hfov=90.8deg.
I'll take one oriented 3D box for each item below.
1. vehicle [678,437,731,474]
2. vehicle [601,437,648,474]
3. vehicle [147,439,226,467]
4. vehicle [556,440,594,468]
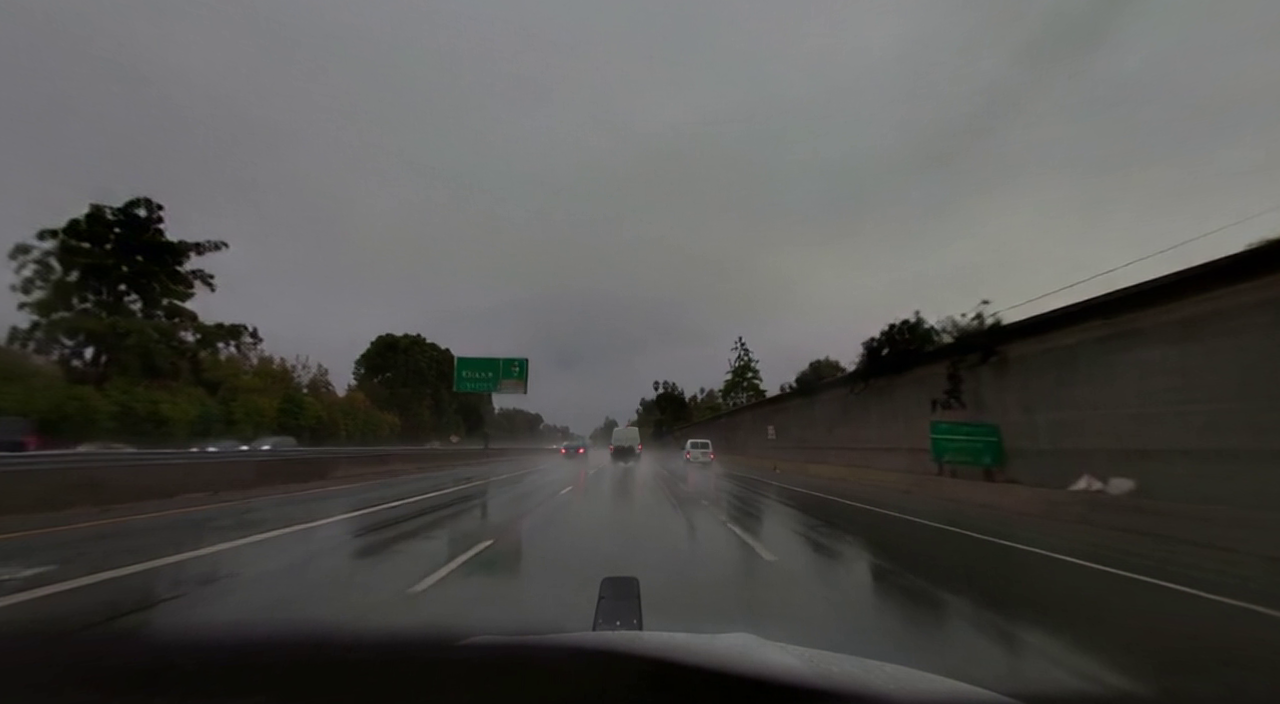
[{"bbox_3d":[3.251,5.339,32.870,2.160,1.759,4.214,0,-8,-2],"label":"vehicle"},{"bbox_3d":[-0.787,5.336,32.759,2.297,1.783,4.355,0,-8,-1],"label":"vehicle"},{"bbox_3d":[-25.340,5.639,35.432,1.839,1.462,3.514,0,-8,-1],"label":"vehicle"},{"bbox_3d":[-4.186,6.642,41.457,2.023,1.709,4.263,0,-8,0],"label":"vehicle"}]
